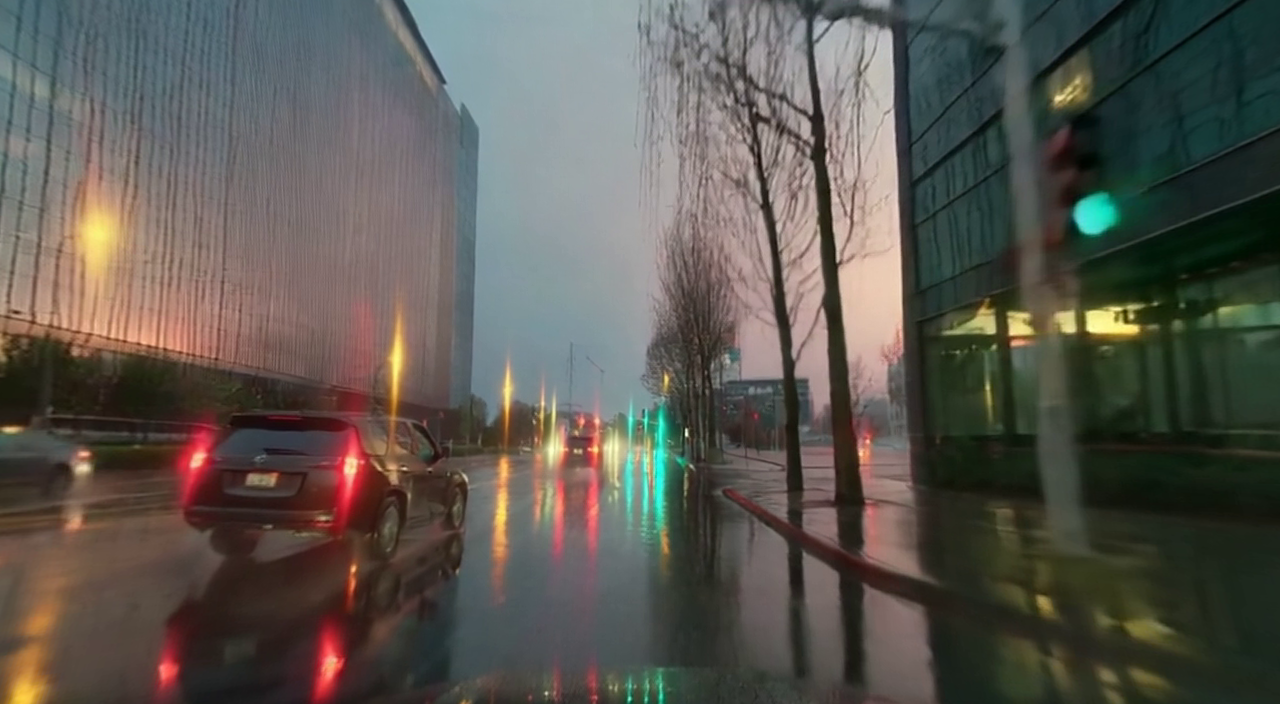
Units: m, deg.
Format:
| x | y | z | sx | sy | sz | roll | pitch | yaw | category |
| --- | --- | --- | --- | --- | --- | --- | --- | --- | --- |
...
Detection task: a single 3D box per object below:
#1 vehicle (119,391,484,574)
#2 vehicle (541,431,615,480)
| x | y | z | sx | sy | sz | roll | pitch | yaw | category |
| --- | --- | --- | --- | --- | --- | --- | --- | --- | --- |
| -3.903 | 1.624 | 8.516 | 2.169 | 1.741 | 4.588 | 0 | -9 | 3 | vehicle |
| -2.504 | 4.446 | 27.119 | 2.384 | 1.849 | 5.009 | 0 | -9 | 3 | vehicle |
